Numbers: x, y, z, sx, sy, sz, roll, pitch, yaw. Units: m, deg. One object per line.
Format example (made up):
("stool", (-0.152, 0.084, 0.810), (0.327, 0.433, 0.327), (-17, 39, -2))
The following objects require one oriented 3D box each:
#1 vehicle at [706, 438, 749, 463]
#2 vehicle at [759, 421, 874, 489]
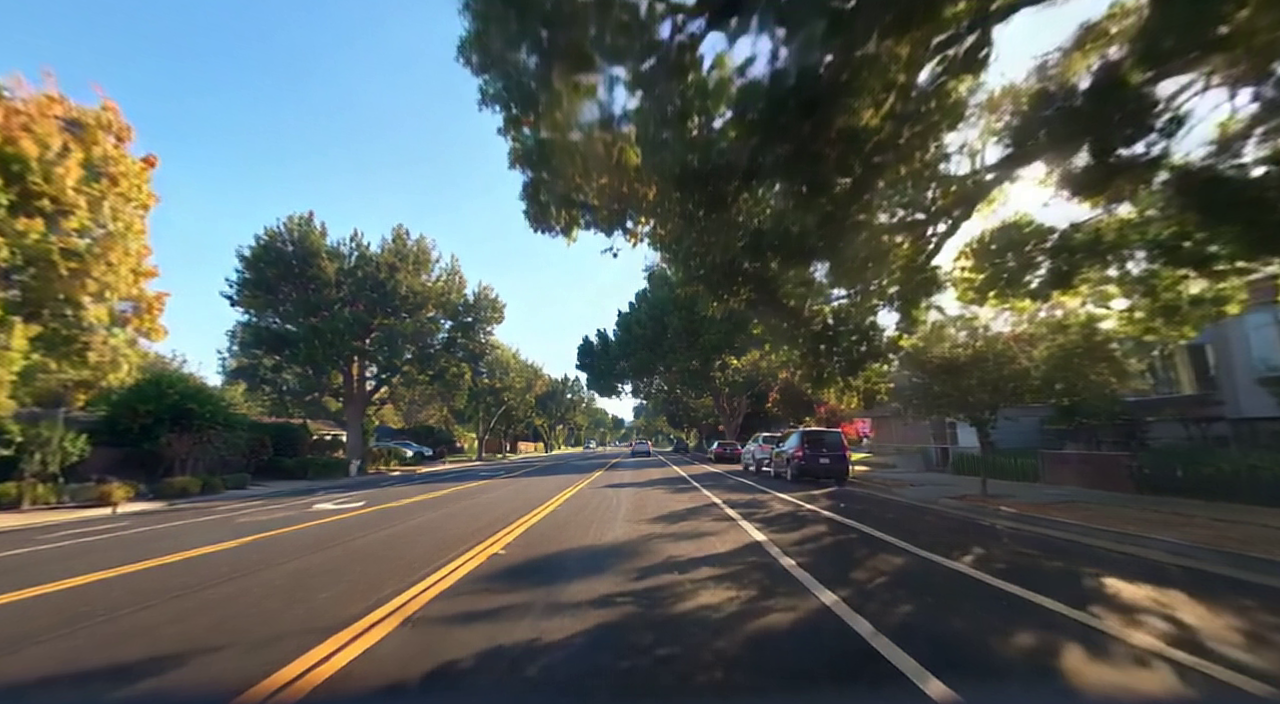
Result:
("vehicle", (5.561, 6.312, 40.504), (1.935, 1.453, 4.488), (0, -8, -3))
("vehicle", (5.180, 3.094, 19.262), (2.160, 1.800, 4.646), (0, -8, 0))
